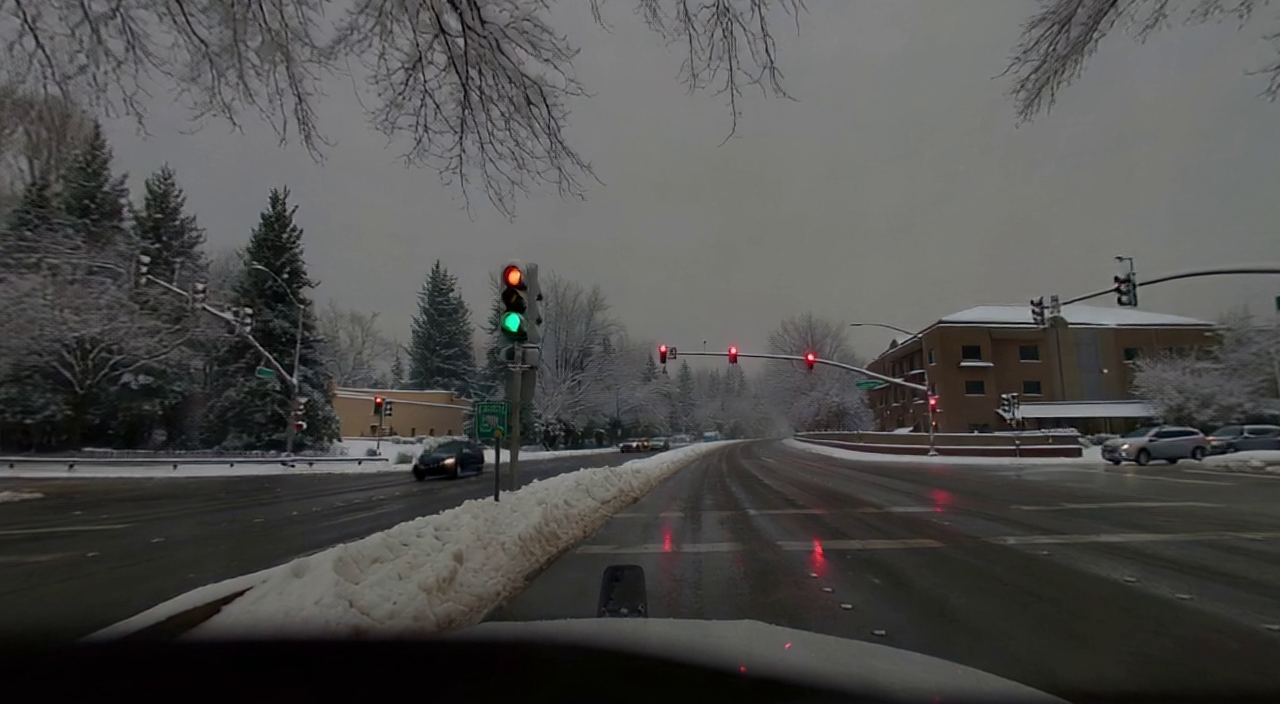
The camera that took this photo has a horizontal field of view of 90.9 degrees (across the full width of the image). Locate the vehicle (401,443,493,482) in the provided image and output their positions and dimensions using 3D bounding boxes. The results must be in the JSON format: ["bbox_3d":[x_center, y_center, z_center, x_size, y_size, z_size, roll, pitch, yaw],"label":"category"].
[{"bbox_3d":[-7.948,4.589,26.524,2.002,1.483,4.696,-1,-8,6],"label":"vehicle"}]

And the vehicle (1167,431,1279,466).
[{"bbox_3d":[26.302,4.238,27.875,4.644,1.470,1.922,1,-8,-10],"label":"vehicle"}]

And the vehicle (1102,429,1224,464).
[{"bbox_3d":[25.927,4.680,31.355,4.441,1.674,2.035,1,-8,-8],"label":"vehicle"}]

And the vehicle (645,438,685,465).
[{"bbox_3d":[1.760,6.773,43.252,2.197,1.739,4.177,-2,-8,10],"label":"vehicle"}]
